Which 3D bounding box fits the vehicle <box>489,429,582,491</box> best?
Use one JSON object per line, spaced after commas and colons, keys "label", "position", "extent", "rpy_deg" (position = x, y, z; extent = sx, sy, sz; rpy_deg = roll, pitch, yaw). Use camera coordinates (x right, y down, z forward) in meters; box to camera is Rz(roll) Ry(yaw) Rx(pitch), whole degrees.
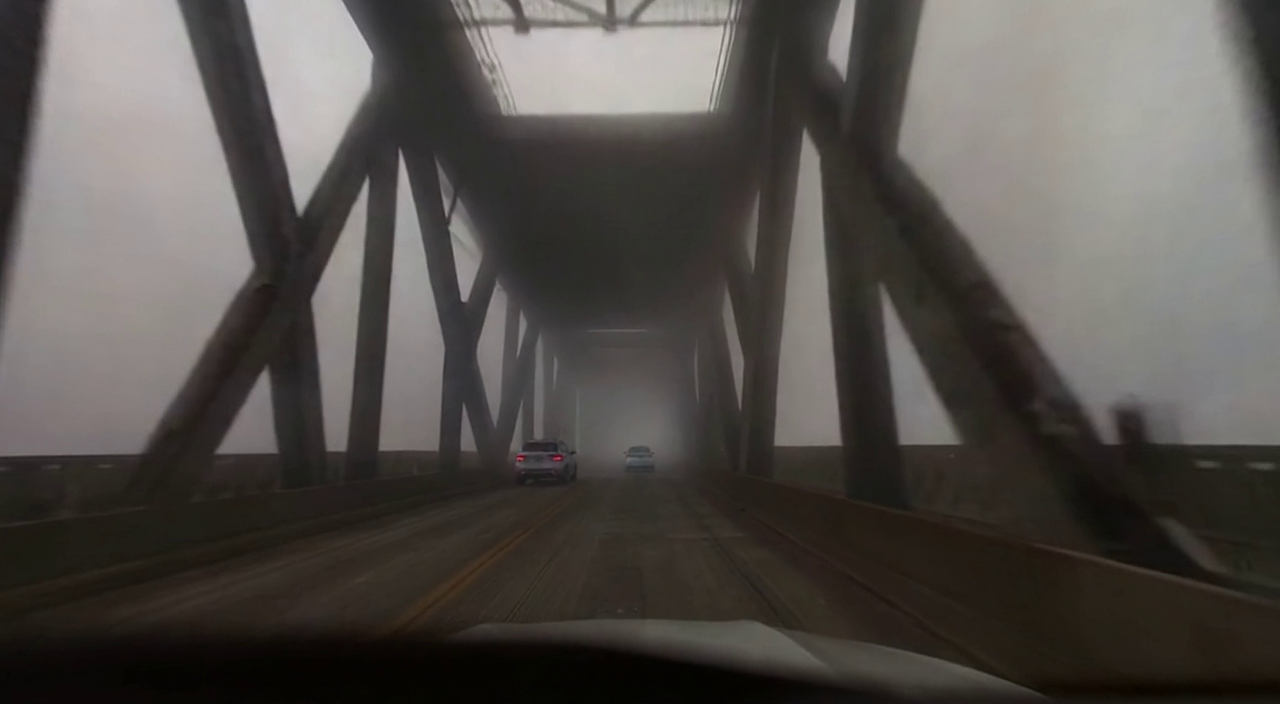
{"label": "vehicle", "position": [-3.324, 3.565, 21.097], "extent": [2.190, 1.807, 4.741], "rpy_deg": [0, -9, 1]}

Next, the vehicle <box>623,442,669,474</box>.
{"label": "vehicle", "position": [0.285, 5.106, 30.605], "extent": [2.048, 1.450, 3.973], "rpy_deg": [0, -8, 0]}
